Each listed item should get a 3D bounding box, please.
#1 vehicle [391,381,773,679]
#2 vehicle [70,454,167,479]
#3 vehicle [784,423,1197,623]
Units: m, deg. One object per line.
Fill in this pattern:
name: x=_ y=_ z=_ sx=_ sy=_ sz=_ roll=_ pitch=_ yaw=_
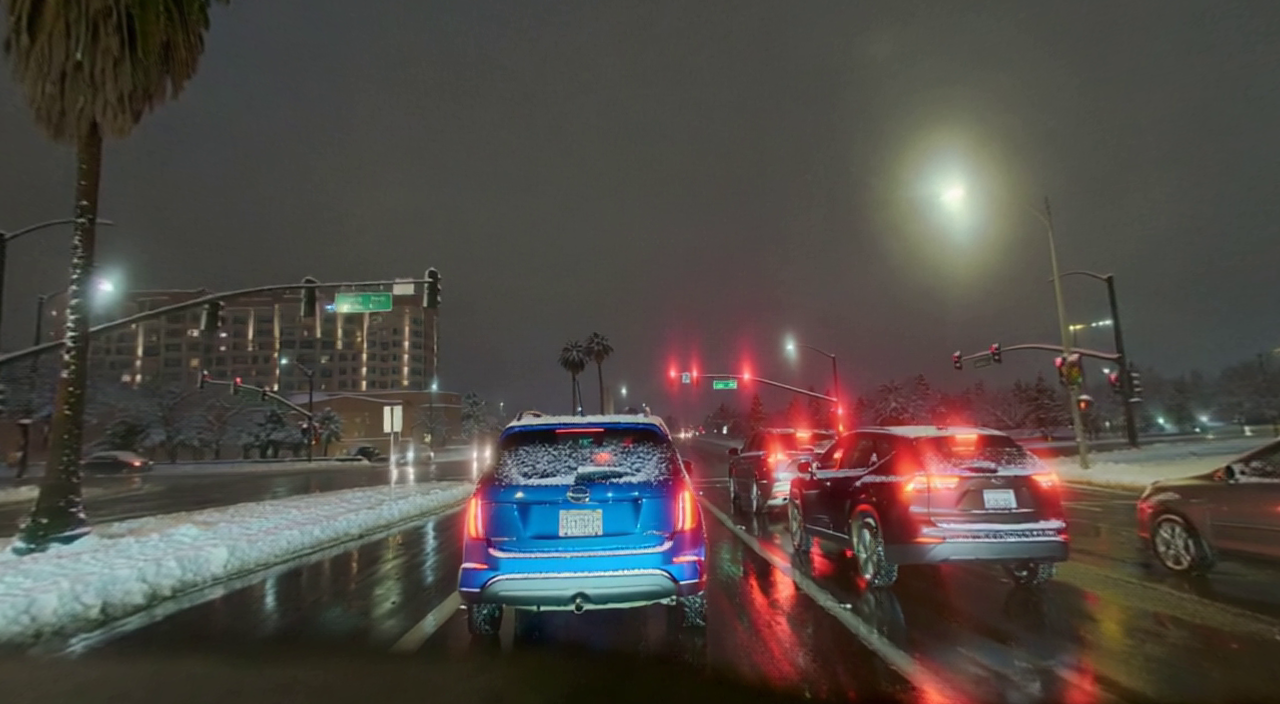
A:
vehicle: x=-0.329 y=1.316 z=5.693 sx=2.172 sy=1.694 sz=4.055 roll=0 pitch=-8 yaw=0
vehicle: x=-39.103 y=8.586 z=47.134 sx=5.347 sy=1.785 sz=2.123 roll=0 pitch=-8 yaw=2
vehicle: x=3.124 y=1.609 z=6.968 sx=1.971 sy=1.473 sz=4.495 roll=0 pitch=-8 yaw=0
